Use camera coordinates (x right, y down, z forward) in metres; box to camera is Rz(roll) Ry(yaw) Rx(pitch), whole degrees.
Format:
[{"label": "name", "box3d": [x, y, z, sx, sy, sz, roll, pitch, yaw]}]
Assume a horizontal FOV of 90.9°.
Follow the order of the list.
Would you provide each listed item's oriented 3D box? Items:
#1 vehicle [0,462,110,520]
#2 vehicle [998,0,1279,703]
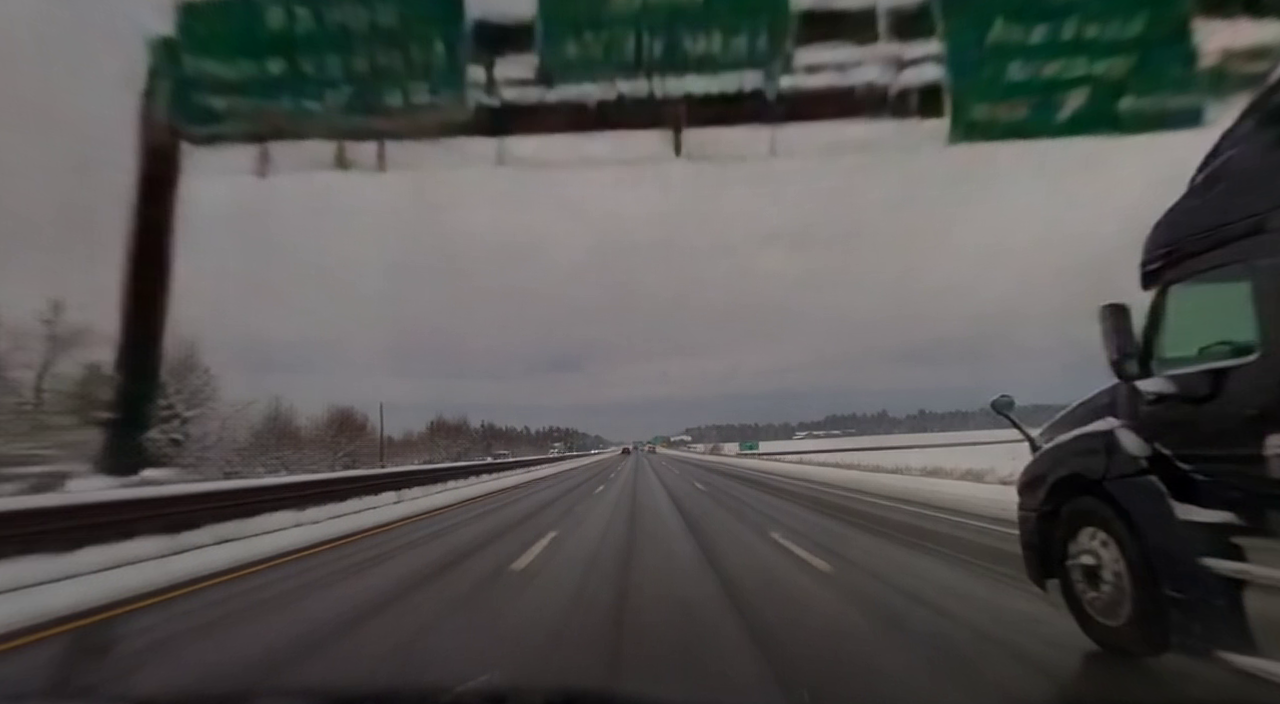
[{"label": "vehicle", "box3d": [-18.200, 3.929, 18.018, 1.945, 1.482, 4.735, 0, -9, 0]}, {"label": "vehicle", "box3d": [3.997, -0.287, 1.138, 3.051, 3.968, 5.943, 0, -9, 0]}]
